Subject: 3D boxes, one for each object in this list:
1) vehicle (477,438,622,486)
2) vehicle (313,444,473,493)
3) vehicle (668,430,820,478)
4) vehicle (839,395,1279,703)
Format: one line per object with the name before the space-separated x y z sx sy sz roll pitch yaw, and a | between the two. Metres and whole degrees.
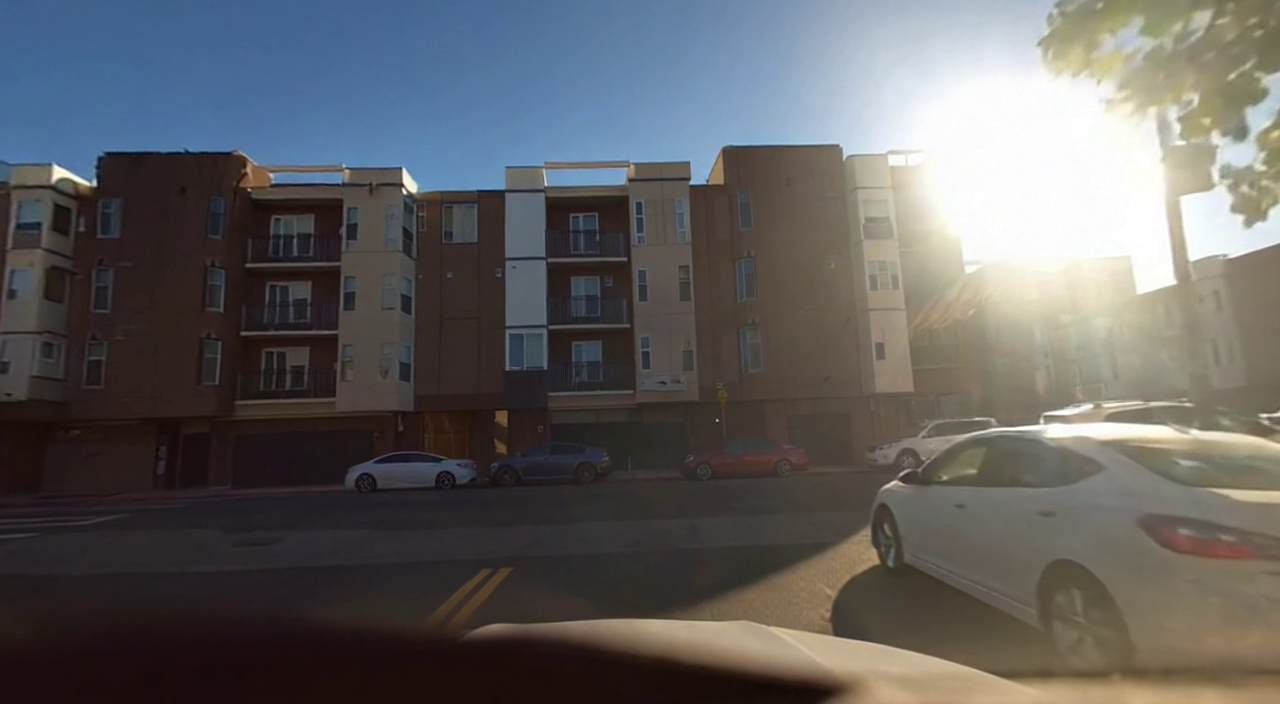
vehicle | -2.859 3.578 20.698 4.489 1.470 1.776 1 -8 -4
vehicle | -7.792 3.706 20.312 4.423 1.449 1.813 1 -9 -5
vehicle | 3.353 3.377 20.979 4.681 1.480 1.817 1 -8 -4
vehicle | 3.212 1.270 5.053 1.991 1.489 4.693 0 -8 4
